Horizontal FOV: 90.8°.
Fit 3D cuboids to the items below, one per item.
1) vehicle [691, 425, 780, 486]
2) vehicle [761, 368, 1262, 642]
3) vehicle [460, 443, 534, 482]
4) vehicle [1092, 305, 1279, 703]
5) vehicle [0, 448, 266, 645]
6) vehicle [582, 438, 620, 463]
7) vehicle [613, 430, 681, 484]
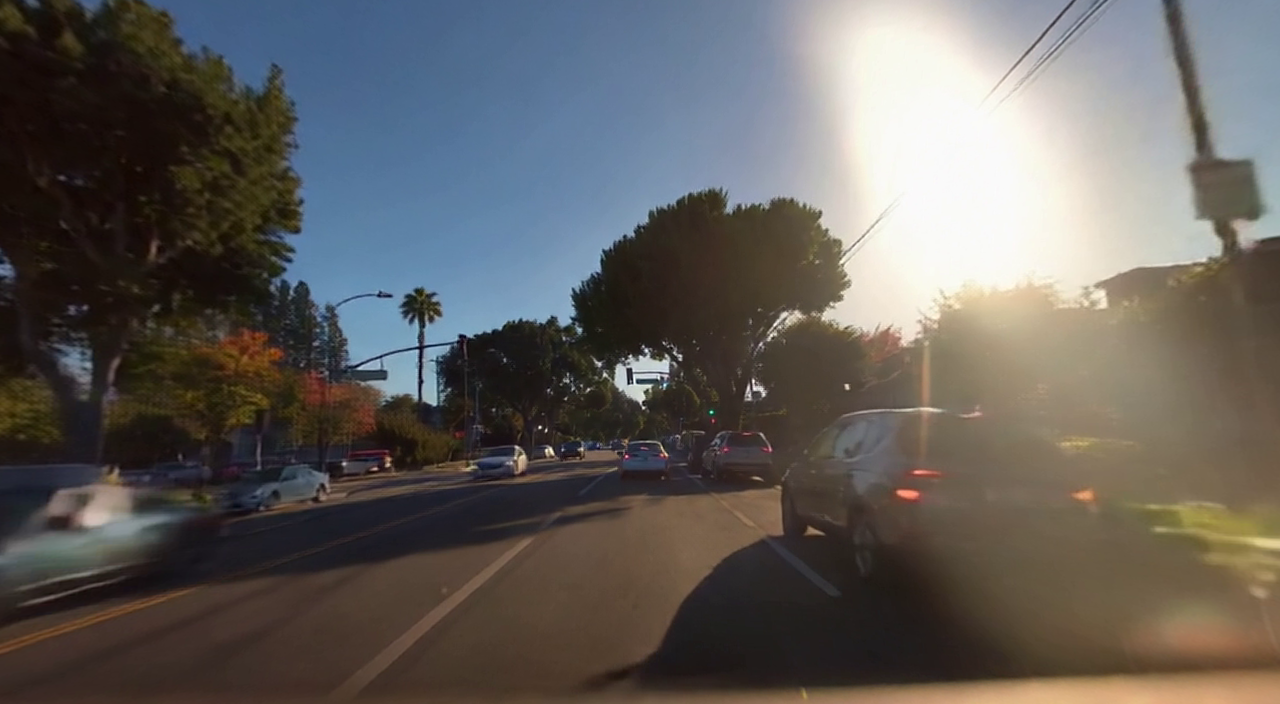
[{"bbox_3d":[2.938,3.315,20.559,2.060,1.733,4.639,0,-8,-2],"label":"vehicle"},{"bbox_3d":[2.893,1.332,6.553,2.289,1.782,4.661,0,-8,-1],"label":"vehicle"},{"bbox_3d":[-5.934,4.627,26.816,1.981,1.498,4.701,-1,-8,1],"label":"vehicle"},{"bbox_3d":[2.794,0.486,0.196,1.974,1.696,4.461,0,-8,0],"label":"vehicle"},{"bbox_3d":[-5.943,1.694,5.943,1.987,1.478,4.693,-2,-8,0],"label":"vehicle"},{"bbox_3d":[-2.522,6.479,41.830,2.117,1.528,4.277,-1,-8,1],"label":"vehicle"},{"bbox_3d":[0.183,3.477,21.201,2.041,1.575,4.304,0,-8,0],"label":"vehicle"}]
